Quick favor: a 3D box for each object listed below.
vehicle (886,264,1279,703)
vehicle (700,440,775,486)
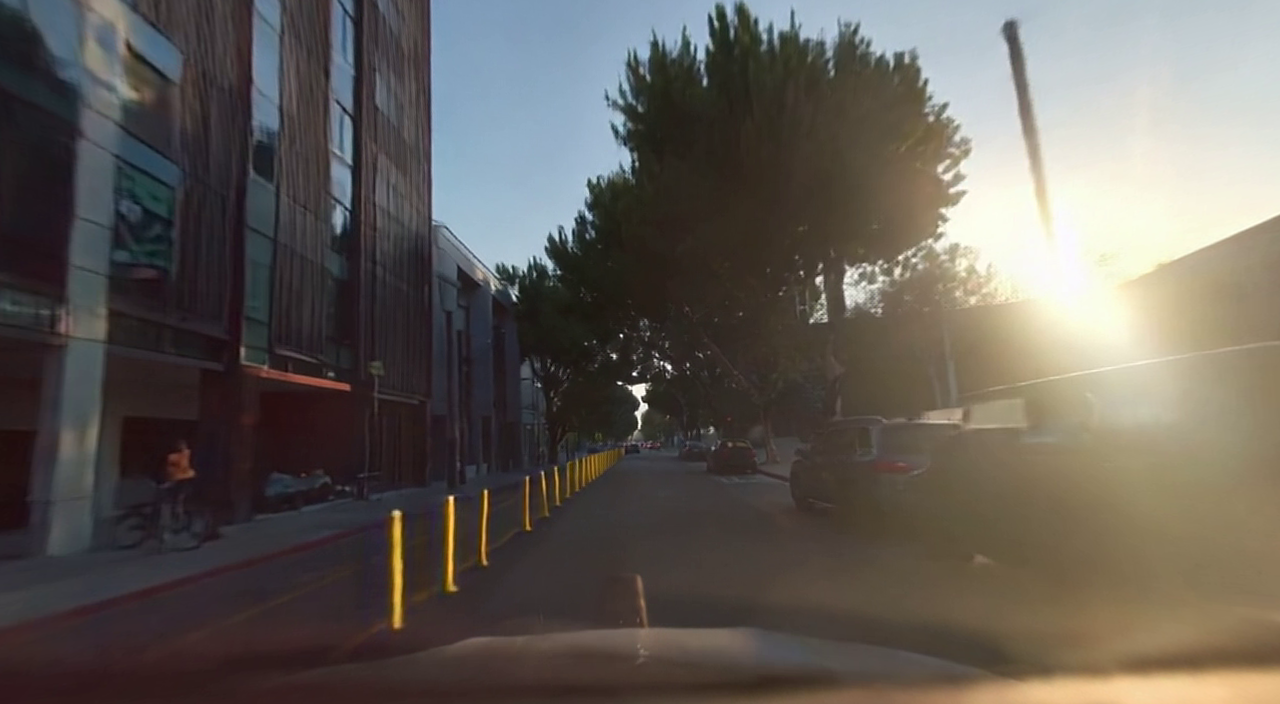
[{"bbox_3d":[3.512,0.814,3.778,2.127,1.864,4.892,-1,-9,1],"label":"vehicle"},{"bbox_3d":[3.405,3.972,23.057,1.963,1.445,4.948,-1,-8,1],"label":"vehicle"}]
